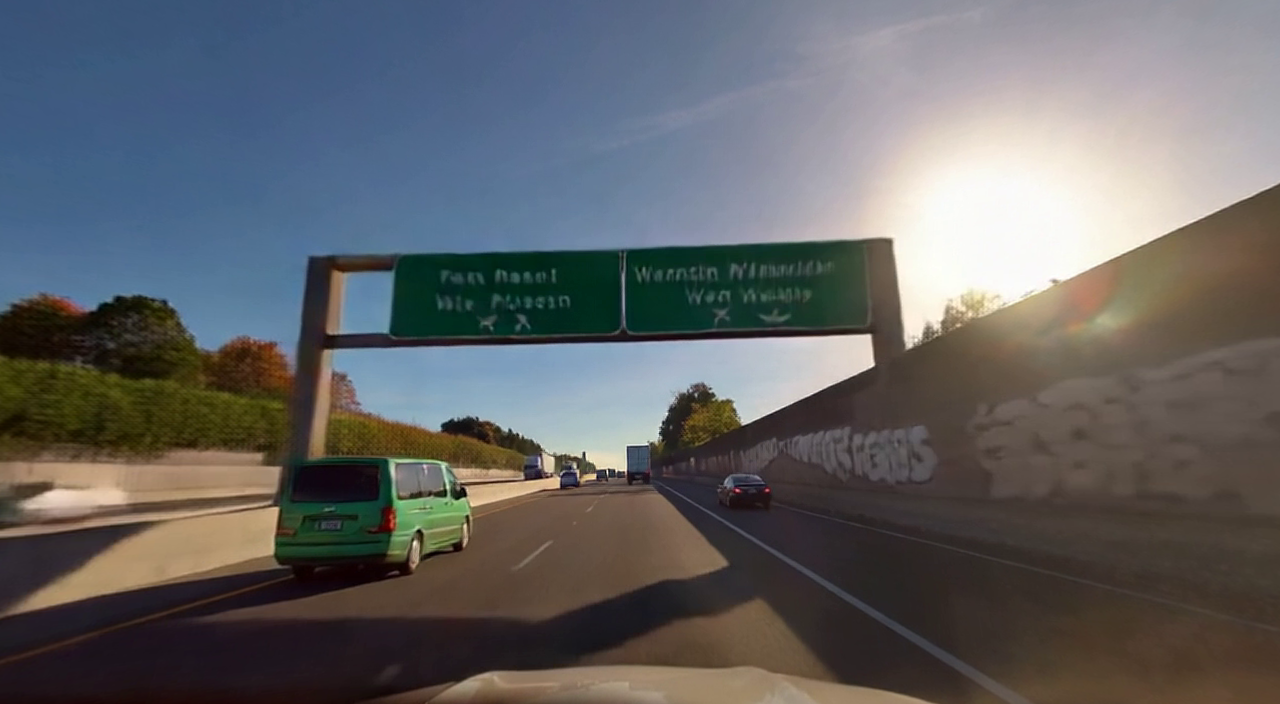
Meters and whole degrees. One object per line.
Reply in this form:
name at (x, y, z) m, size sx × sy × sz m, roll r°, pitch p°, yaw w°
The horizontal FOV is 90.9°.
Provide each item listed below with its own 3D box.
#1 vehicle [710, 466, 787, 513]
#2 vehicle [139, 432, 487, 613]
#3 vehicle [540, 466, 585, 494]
vehicle at (3.742, 4.841, 22.485) m, size 1.917 × 1.458 × 4.199 m, roll 1°, pitch -11°, yaw -2°
vehicle at (-3.518, 1.968, 8.037) m, size 2.004 × 1.610 × 4.508 m, roll 1°, pitch -11°, yaw 0°
vehicle at (-4.397, 7.332, 36.281) m, size 2.054 × 1.443 × 4.131 m, roll 1°, pitch -11°, yaw 0°
